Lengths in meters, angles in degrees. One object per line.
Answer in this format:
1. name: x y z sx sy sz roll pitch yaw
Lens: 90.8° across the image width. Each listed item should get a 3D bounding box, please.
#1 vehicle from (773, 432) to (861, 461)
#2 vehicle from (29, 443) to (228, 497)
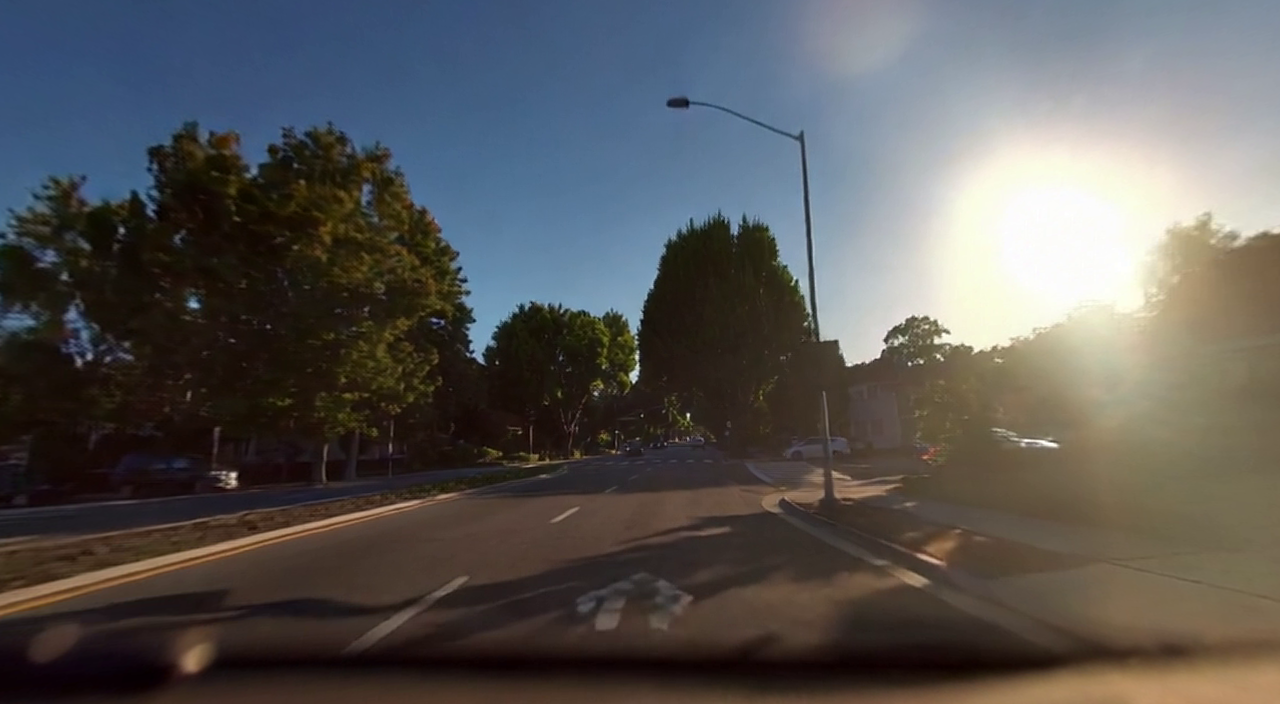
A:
1. vehicle: 10.935 5.830 38.990 4.906 1.729 2.414 -4 -9 23
2. vehicle: -21.272 4.901 26.607 5.938 2.098 2.333 2 -9 -12
